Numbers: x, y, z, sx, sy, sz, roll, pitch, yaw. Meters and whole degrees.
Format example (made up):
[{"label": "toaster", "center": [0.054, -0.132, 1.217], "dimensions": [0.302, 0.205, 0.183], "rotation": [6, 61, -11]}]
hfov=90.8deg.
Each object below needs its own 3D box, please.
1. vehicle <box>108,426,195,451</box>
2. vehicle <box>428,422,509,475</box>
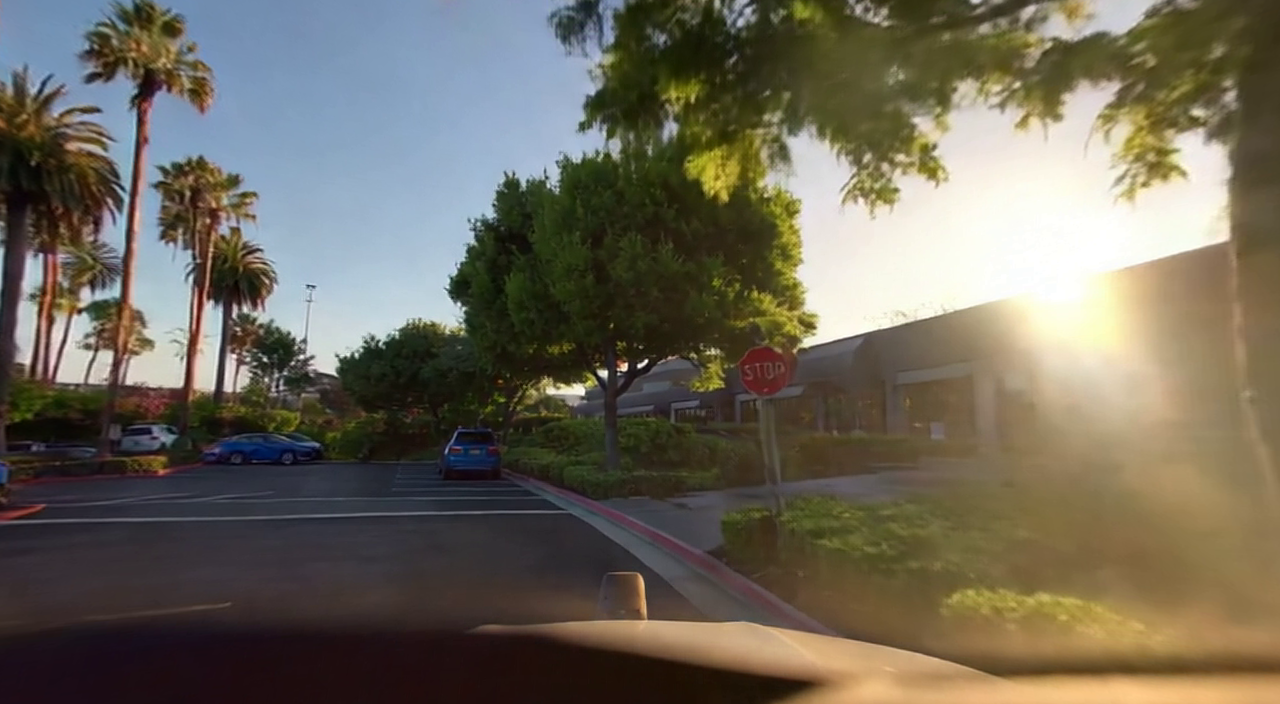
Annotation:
[{"label": "vehicle", "center": [-32.678, 5.843, 42.369], "dimensions": [4.457, 1.552, 1.748], "rotation": [7, -11, -37]}, {"label": "vehicle", "center": [-6.383, 3.529, 23.134], "dimensions": [2.071, 1.700, 4.367], "rotation": [4, -10, -25]}]
